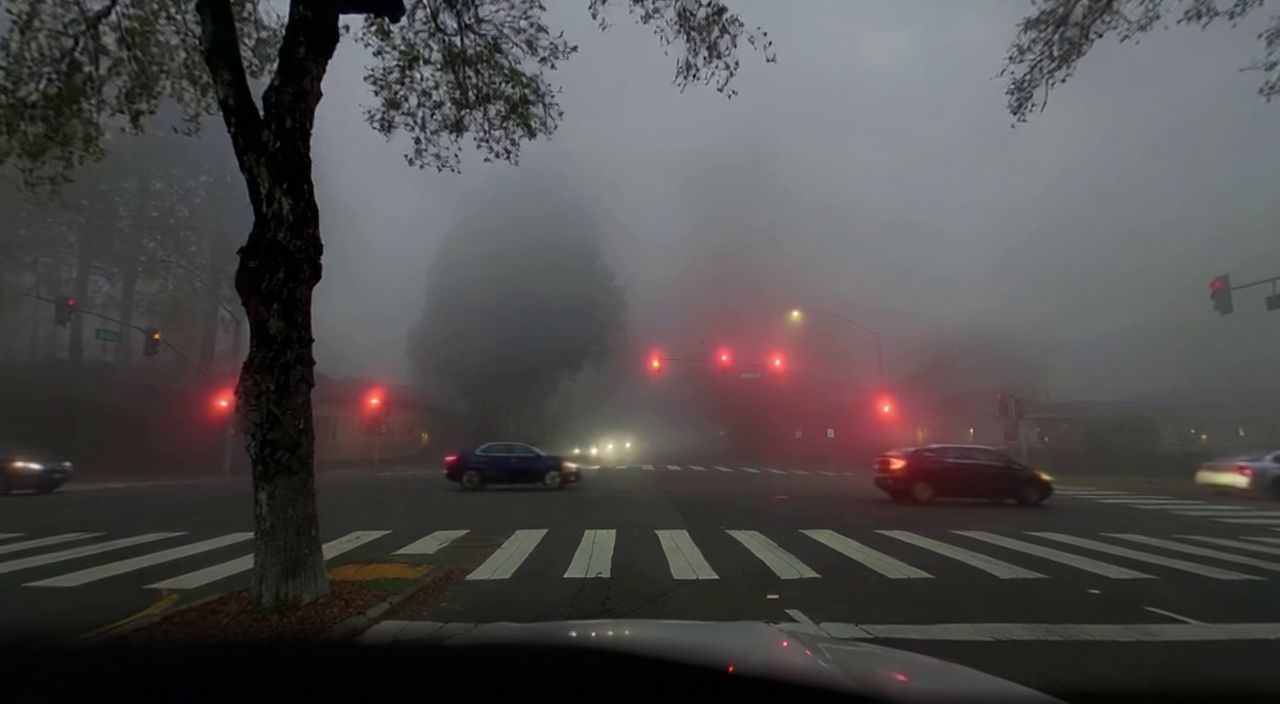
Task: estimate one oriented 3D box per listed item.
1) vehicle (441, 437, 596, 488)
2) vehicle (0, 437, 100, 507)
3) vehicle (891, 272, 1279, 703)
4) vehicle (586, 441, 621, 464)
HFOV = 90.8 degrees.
[{"bbox_3d":[-3.738,3.490,20.111,4.537,1.501,1.950,0,-9,-1],"label":"vehicle"},{"bbox_3d":[-17.226,3.078,16.481,4.332,1.682,2.025,0,-9,-1],"label":"vehicle"},{"bbox_3d":[2.715,0.712,1.718,2.085,1.800,4.908,0,-9,1],"label":"vehicle"},{"bbox_3d":[-2.392,6.712,42.263,2.046,1.491,4.118,0,-9,1],"label":"vehicle"}]
